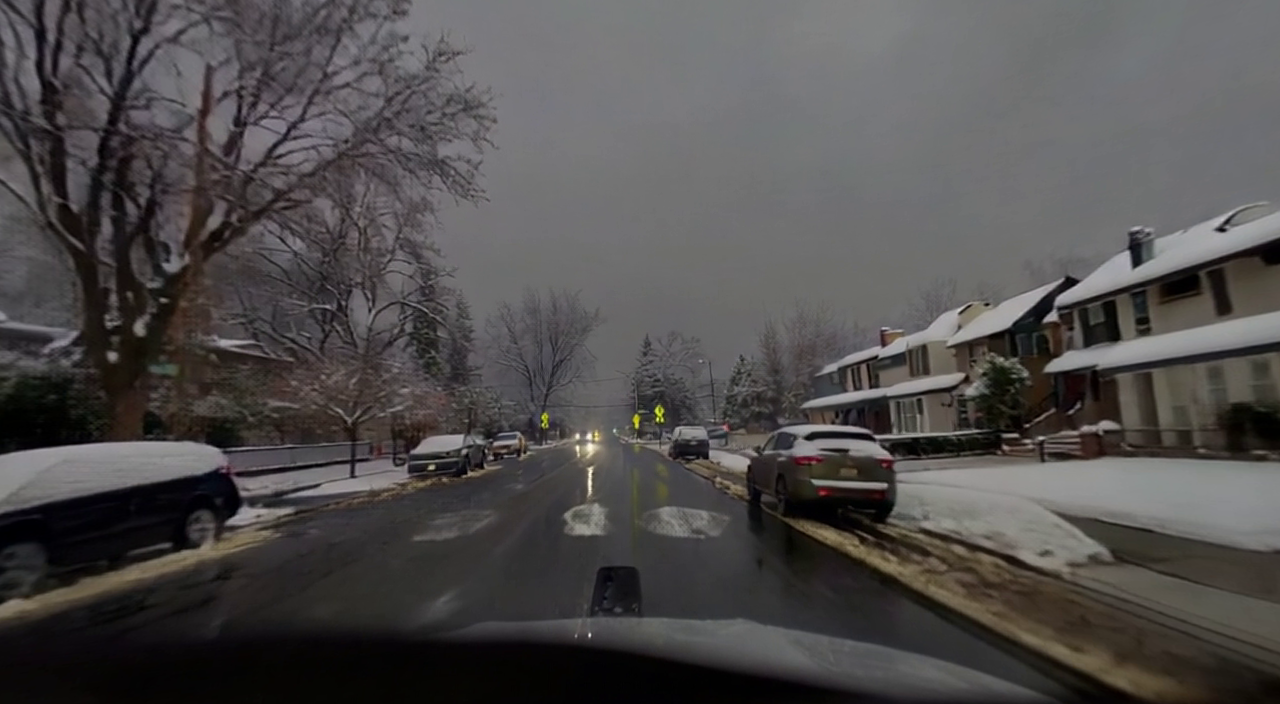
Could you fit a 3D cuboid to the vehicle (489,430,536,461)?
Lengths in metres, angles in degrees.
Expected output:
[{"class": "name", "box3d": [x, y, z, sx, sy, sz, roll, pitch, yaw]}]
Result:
[{"class": "vehicle", "box3d": [-6.708, 4.958, 33.587, 1.842, 1.540, 3.704, 0, -8, -2]}]

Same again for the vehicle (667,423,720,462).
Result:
[{"class": "vehicle", "box3d": [2.406, 4.186, 29.318, 1.997, 1.663, 4.544, 0, -7, -1]}]

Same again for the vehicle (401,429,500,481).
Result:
[{"class": "vehicle", "box3d": [-6.112, 3.349, 21.028, 1.972, 1.502, 5.530, 0, -8, -4]}]

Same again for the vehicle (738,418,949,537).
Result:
[{"class": "vehicle", "box3d": [3.108, 1.964, 10.911, 1.875, 1.568, 4.899, 0, -7, -2]}]

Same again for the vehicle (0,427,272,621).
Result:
[{"class": "vehicle", "box3d": [-5.735, 1.475, 6.089, 1.870, 1.425, 4.297, 0, -8, -2]}]
